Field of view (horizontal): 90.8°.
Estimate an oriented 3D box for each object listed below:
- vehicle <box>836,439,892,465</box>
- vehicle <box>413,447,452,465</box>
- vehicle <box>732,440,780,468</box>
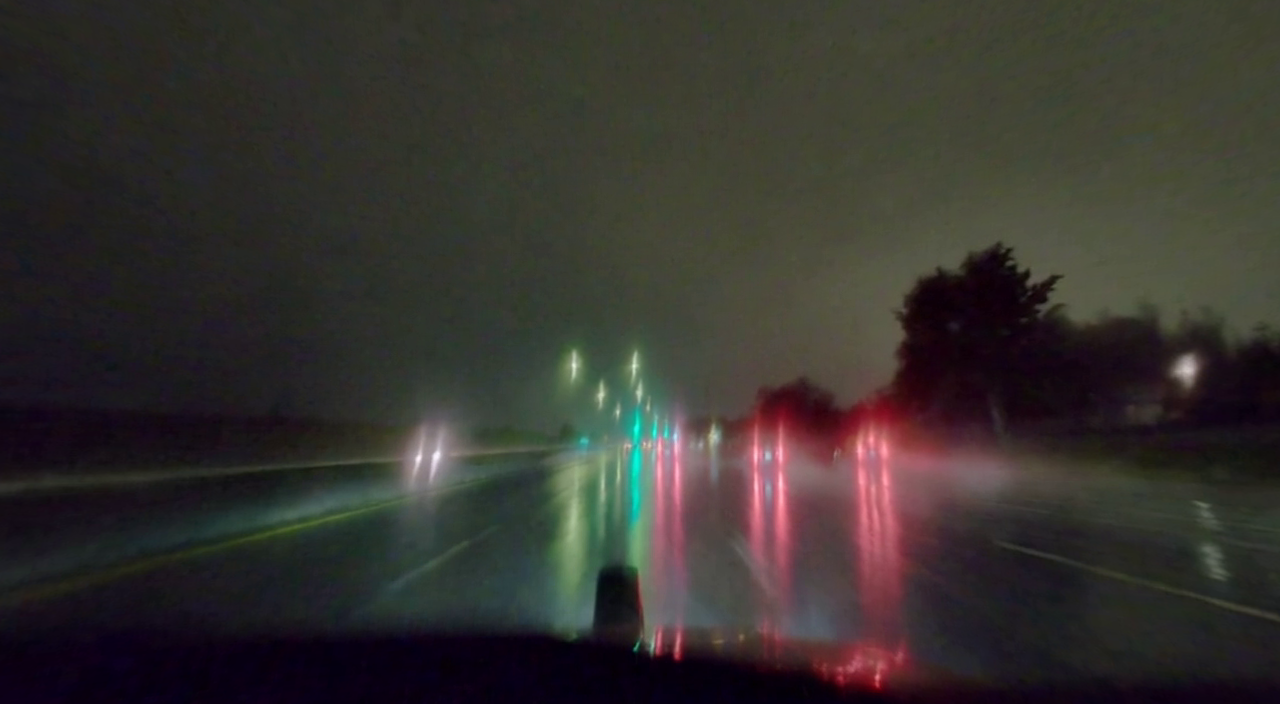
[{"bbox_3d":[14.730,6.585,41.775,2.025,1.595,4.268,0,-8,-1],"label":"vehicle"},{"bbox_3d":[-14.402,7.216,44.013,1.639,1.164,3.285,0,-8,0],"label":"vehicle"},{"bbox_3d":[6.804,6.032,37.515,2.038,1.528,3.910,0,-8,-1],"label":"vehicle"}]
